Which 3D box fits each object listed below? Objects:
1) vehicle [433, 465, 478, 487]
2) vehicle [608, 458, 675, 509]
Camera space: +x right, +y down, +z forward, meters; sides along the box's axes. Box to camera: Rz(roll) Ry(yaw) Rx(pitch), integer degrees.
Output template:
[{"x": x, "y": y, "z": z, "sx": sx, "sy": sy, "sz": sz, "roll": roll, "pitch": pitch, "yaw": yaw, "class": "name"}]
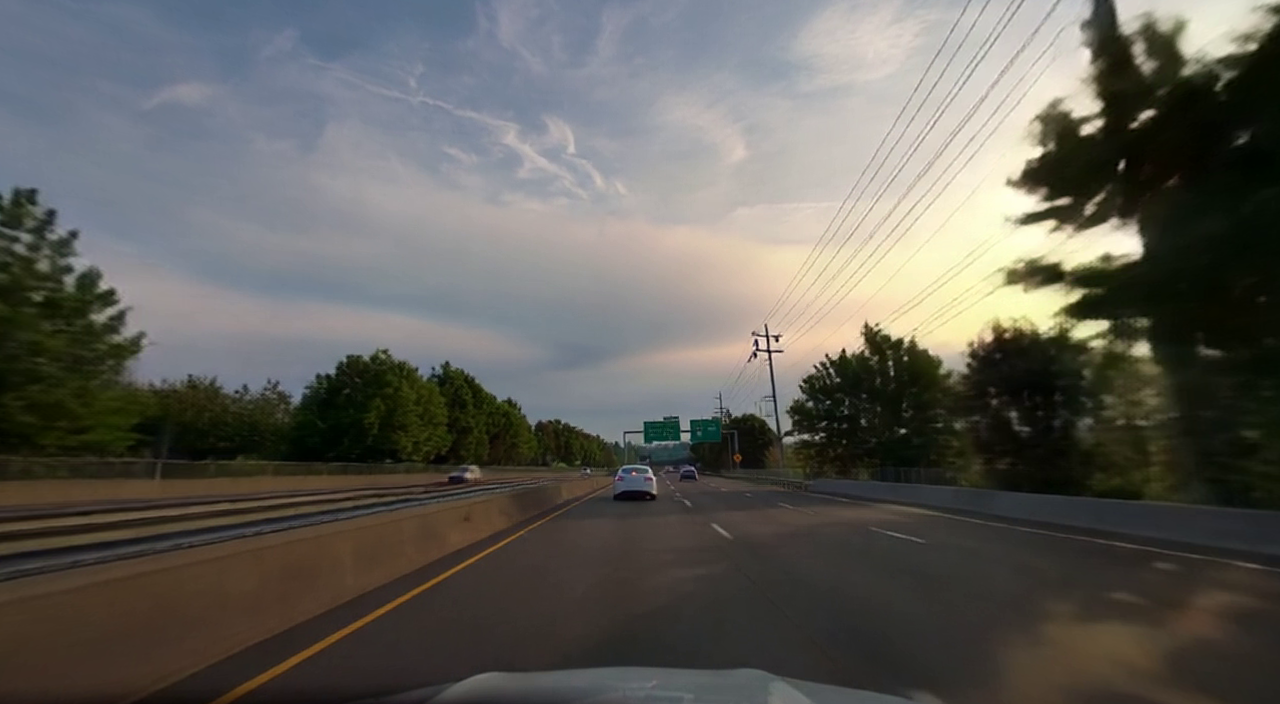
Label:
[{"x": -14.024, "y": 9.437, "z": 48.139, "sx": 1.960, "sy": 1.570, "sz": 4.196, "roll": 0, "pitch": -10, "yaw": 2, "class": "vehicle"}, {"x": 0.034, "y": 4.286, "z": 20.805, "sx": 1.987, "sy": 1.480, "sz": 3.786, "roll": 1, "pitch": -10, "yaw": 0, "class": "vehicle"}]
